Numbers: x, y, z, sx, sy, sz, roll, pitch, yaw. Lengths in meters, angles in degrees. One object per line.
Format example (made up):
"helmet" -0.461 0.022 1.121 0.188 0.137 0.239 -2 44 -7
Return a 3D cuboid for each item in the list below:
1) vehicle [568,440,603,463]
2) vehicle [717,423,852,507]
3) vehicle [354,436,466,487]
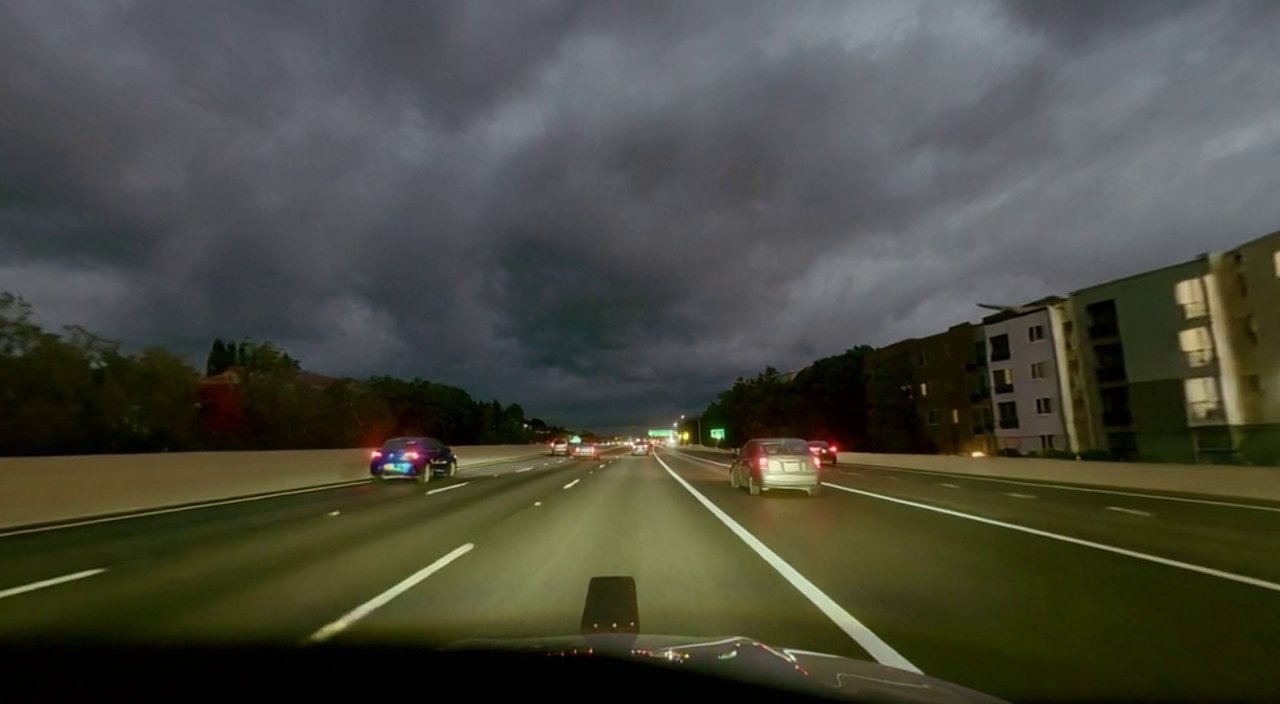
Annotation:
"vehicle" -3.682 6.830 43.430 2.002 1.466 4.378 0 -9 0
"vehicle" 3.181 2.608 14.972 2.080 1.694 4.286 0 -9 -1
"vehicle" -7.565 3.640 21.325 2.021 1.496 4.495 0 -9 1
